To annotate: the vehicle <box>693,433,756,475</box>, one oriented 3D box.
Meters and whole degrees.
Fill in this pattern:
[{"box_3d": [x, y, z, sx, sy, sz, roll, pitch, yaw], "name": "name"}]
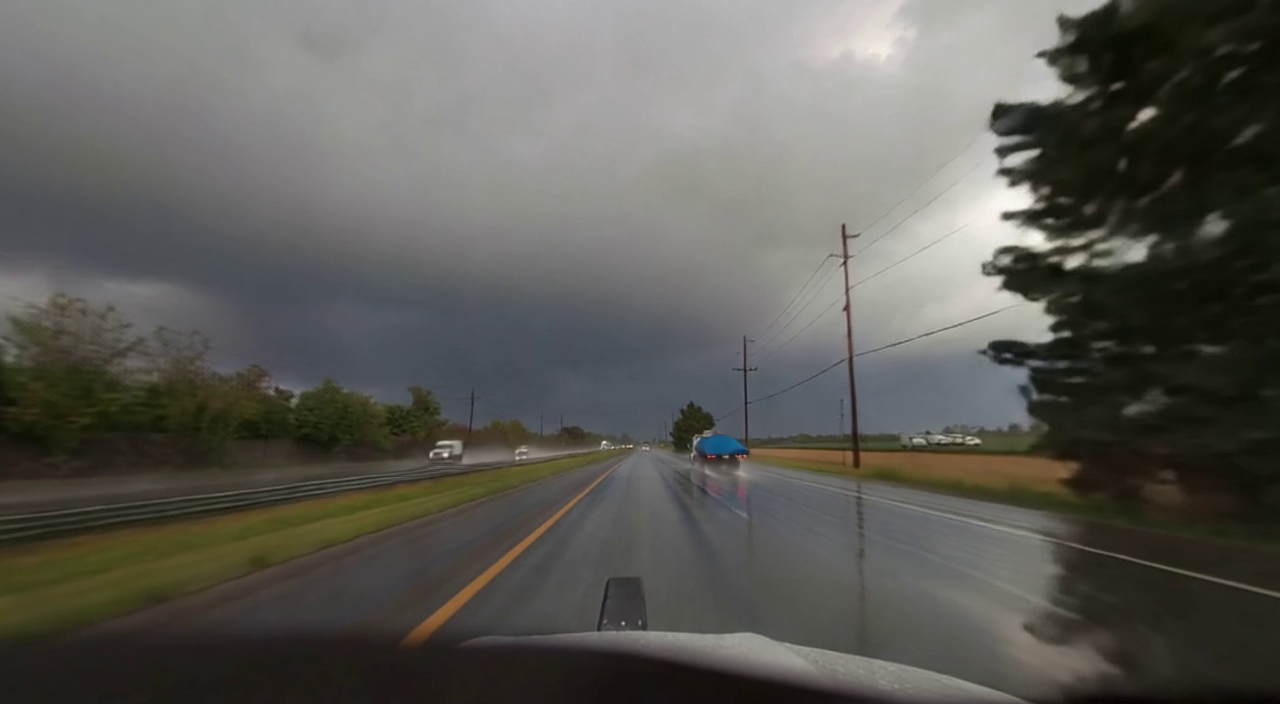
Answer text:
[{"box_3d": [3.953, 4.909, 30.397, 2.228, 1.852, 5.449, 0, -8, -1], "name": "vehicle"}]
